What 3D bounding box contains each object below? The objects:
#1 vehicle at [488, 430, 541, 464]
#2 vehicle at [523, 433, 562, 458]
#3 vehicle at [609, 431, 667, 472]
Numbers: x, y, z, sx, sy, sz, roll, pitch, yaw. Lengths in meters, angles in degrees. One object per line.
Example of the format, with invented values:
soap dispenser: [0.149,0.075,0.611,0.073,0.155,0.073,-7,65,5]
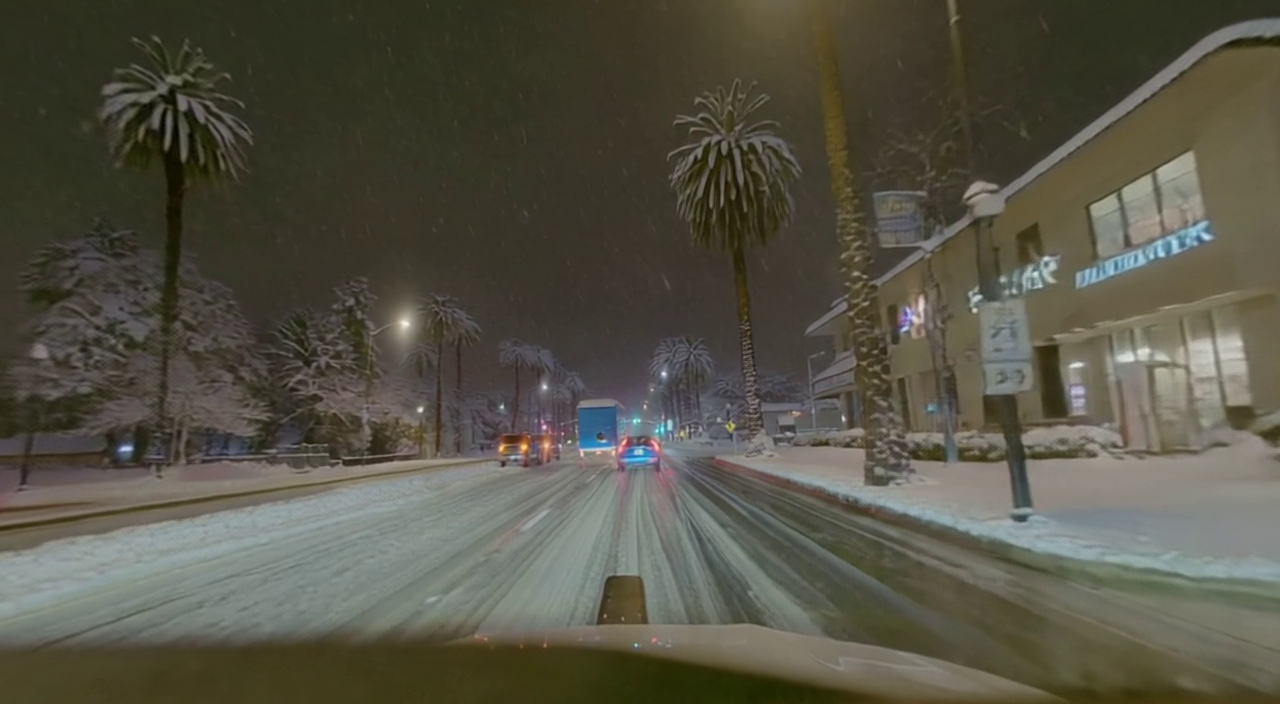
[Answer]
vehicle: [-7.158,5.477,36.269,2.014,1.830,4.281,0,-9,2]
vehicle: [-7.039,6.834,45.834,2.143,1.736,4.648,0,-9,0]
vehicle: [-0.032,4.018,25.478,2.144,1.514,4.063,0,-9,1]
